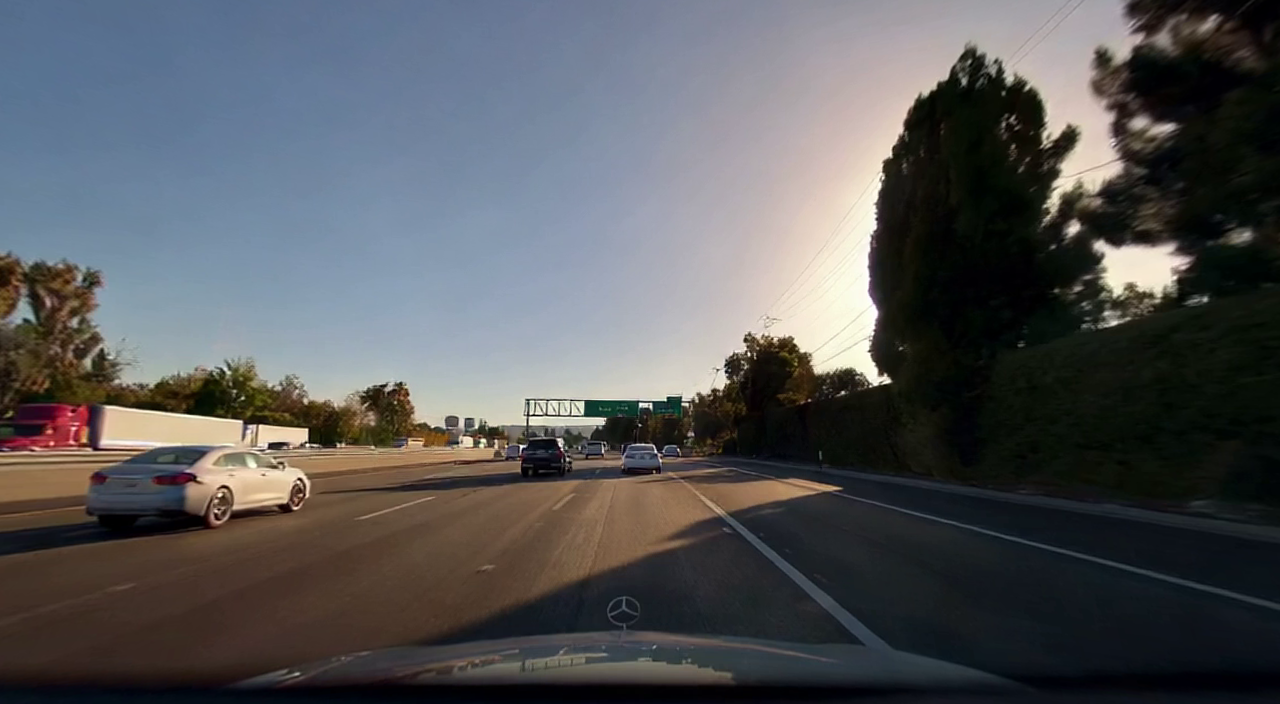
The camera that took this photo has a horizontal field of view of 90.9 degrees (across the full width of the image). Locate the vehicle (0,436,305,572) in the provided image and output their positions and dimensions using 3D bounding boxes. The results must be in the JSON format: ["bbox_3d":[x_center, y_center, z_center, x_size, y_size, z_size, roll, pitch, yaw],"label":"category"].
[{"bbox_3d":[-7.244,2.014,9.317,1.974,1.464,4.733,0,-8,0],"label":"vehicle"}]

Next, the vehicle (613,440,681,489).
[{"bbox_3d":[0.172,3.763,21.449,2.082,1.482,4.126,0,-8,-1],"label":"vehicle"}]

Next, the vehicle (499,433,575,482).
[{"bbox_3d":[-4.012,4.226,25.458,2.289,1.777,4.534,0,-8,0],"label":"vehicle"}]
